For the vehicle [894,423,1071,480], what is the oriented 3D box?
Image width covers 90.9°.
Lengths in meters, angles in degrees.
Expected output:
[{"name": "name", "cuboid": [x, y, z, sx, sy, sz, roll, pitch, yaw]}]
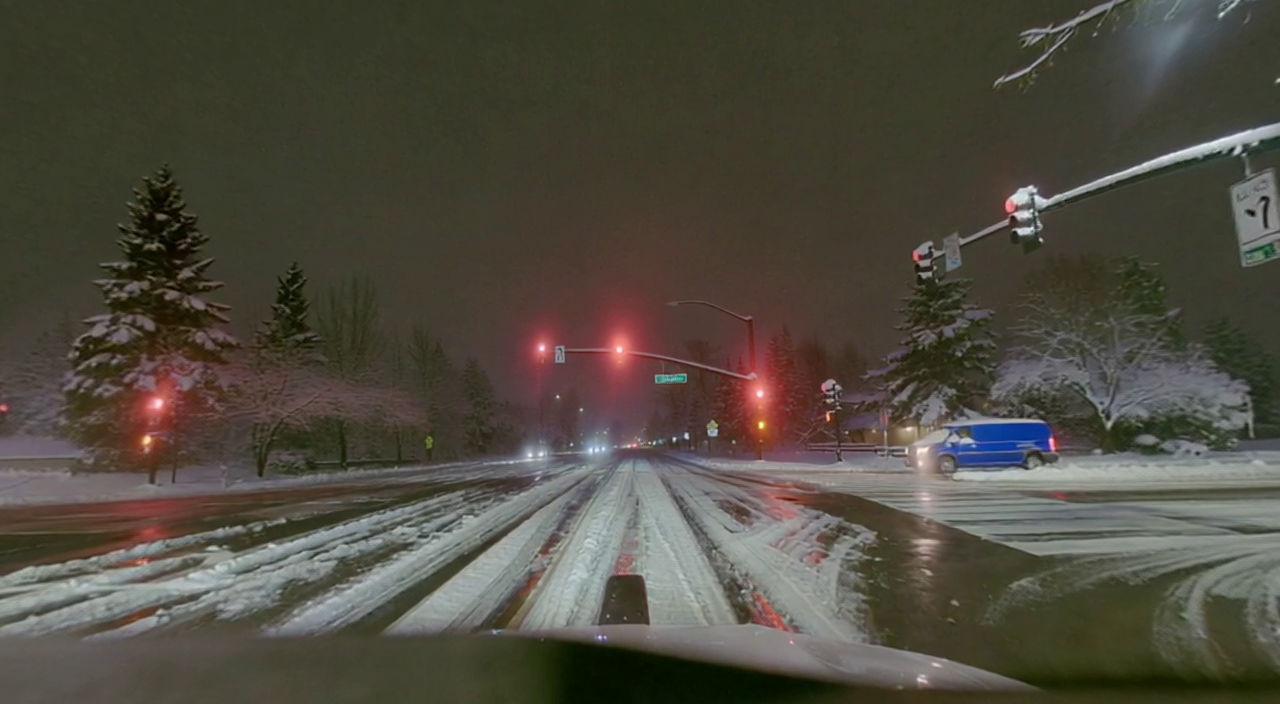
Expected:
[{"name": "vehicle", "cuboid": [11.361, 3.339, 21.189, 4.790, 1.798, 1.909, 0, -8, 0]}]
